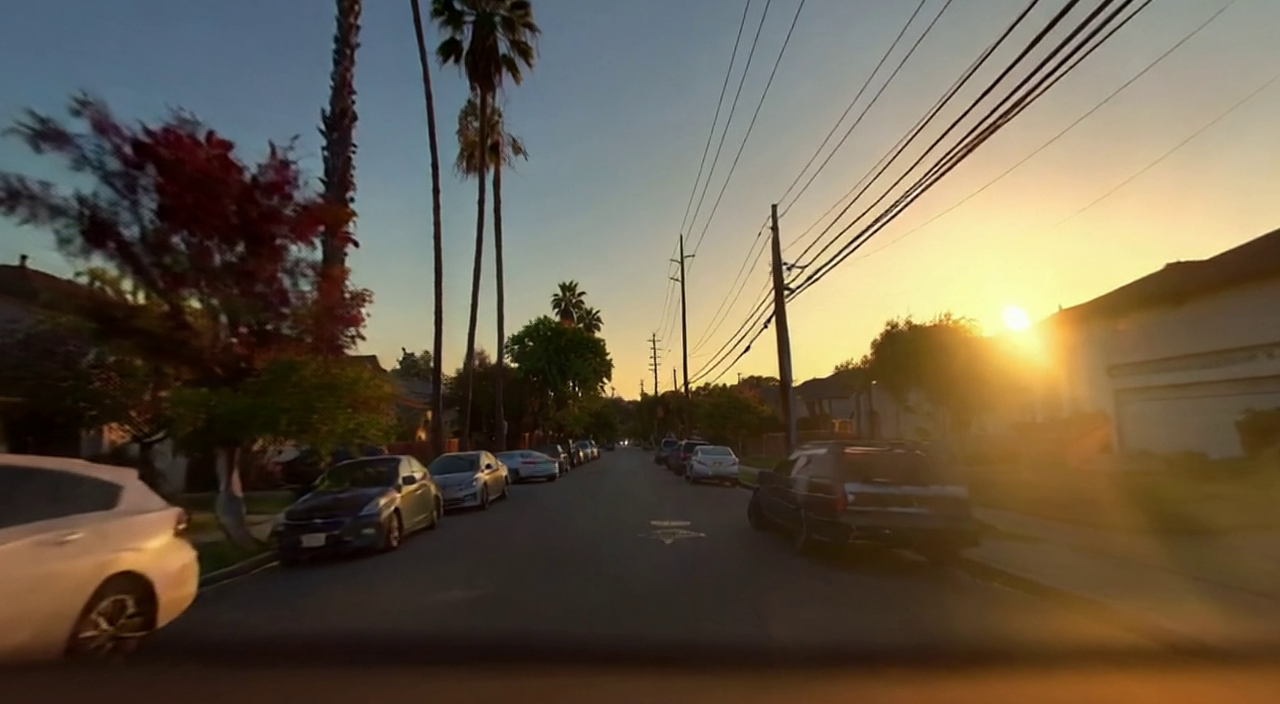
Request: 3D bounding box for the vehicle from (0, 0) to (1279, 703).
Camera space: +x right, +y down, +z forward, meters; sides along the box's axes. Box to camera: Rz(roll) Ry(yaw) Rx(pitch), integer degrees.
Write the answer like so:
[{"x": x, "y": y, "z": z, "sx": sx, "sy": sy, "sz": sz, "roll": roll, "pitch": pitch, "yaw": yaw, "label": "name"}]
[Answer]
[{"x": -0.162, "y": 0.529, "z": 0.295, "sx": 2.966, "sy": 2.216, "sz": 4.279, "roll": 0, "pitch": -8, "yaw": -1, "label": "vehicle"}]
